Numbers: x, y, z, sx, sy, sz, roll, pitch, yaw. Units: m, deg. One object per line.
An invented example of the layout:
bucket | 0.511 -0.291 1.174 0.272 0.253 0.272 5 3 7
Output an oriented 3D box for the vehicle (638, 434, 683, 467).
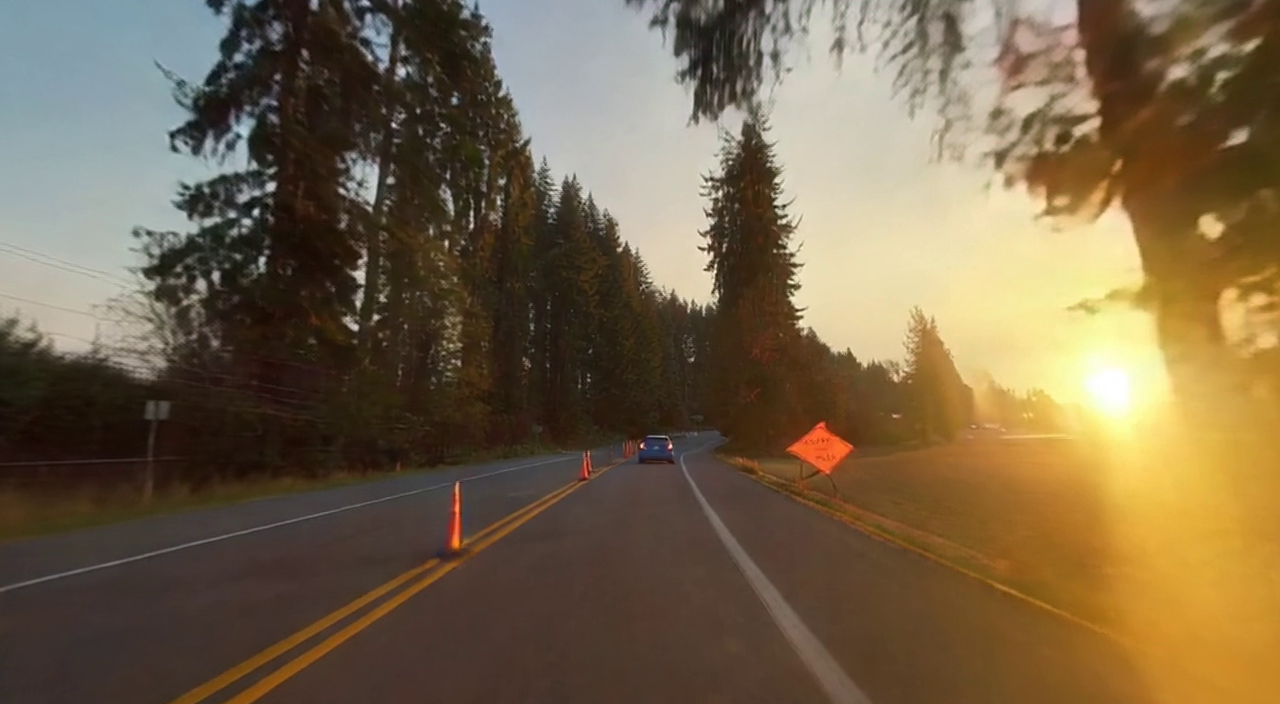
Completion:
vehicle | 0.994 4.749 30.593 2.042 1.489 3.963 -1 -8 2
